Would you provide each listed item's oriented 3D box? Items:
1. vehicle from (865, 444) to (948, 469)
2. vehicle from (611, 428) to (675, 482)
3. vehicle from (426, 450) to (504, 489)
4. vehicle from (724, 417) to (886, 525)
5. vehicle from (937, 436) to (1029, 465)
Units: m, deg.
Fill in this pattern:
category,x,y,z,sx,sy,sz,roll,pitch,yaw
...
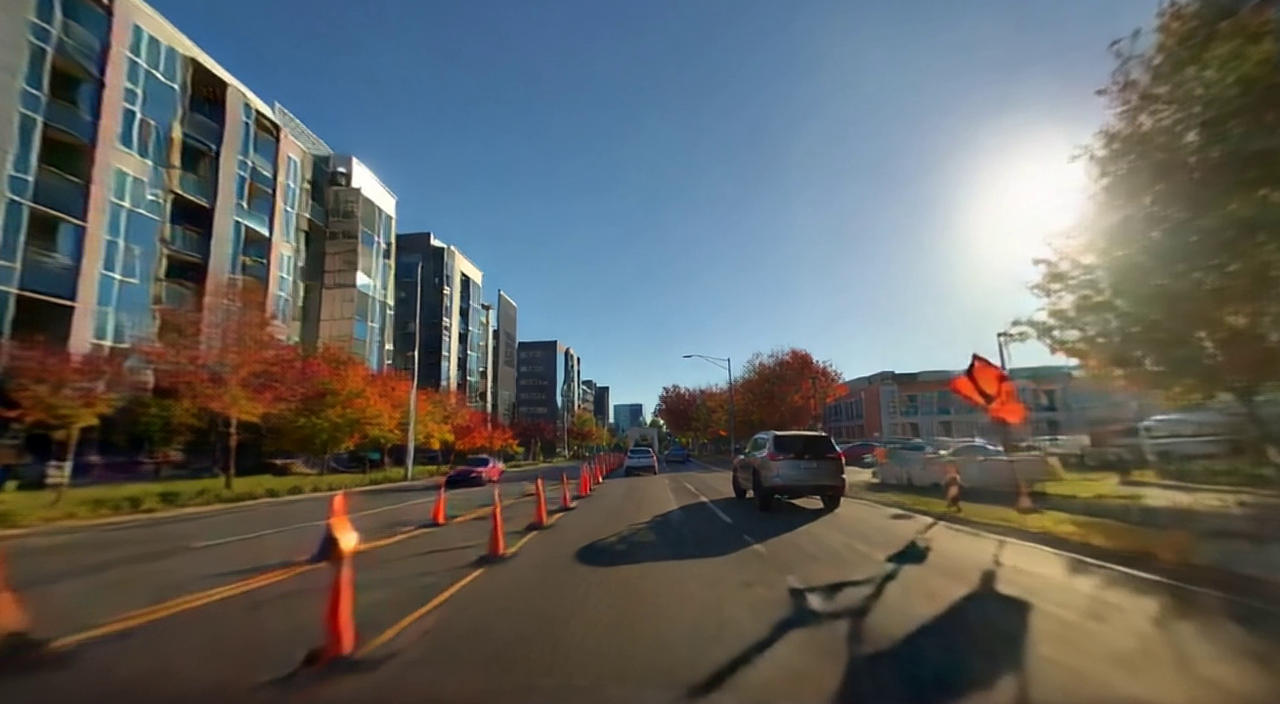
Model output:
category,x,y,z,sx,sy,sz,roll,pitch,yaw
vehicle,17.010,6.651,40.146,4.568,1.478,1.900,2,-9,-13
vehicle,0.181,5.020,30.904,2.762,2.309,6.723,0,-9,1
vehicle,-7.363,4.979,26.870,1.891,1.496,4.144,-1,-9,4
vehicle,3.183,2.441,13.512,2.120,1.828,5.531,-1,-8,2
vehicle,22.102,6.339,40.577,4.629,1.756,2.124,0,-8,-2
